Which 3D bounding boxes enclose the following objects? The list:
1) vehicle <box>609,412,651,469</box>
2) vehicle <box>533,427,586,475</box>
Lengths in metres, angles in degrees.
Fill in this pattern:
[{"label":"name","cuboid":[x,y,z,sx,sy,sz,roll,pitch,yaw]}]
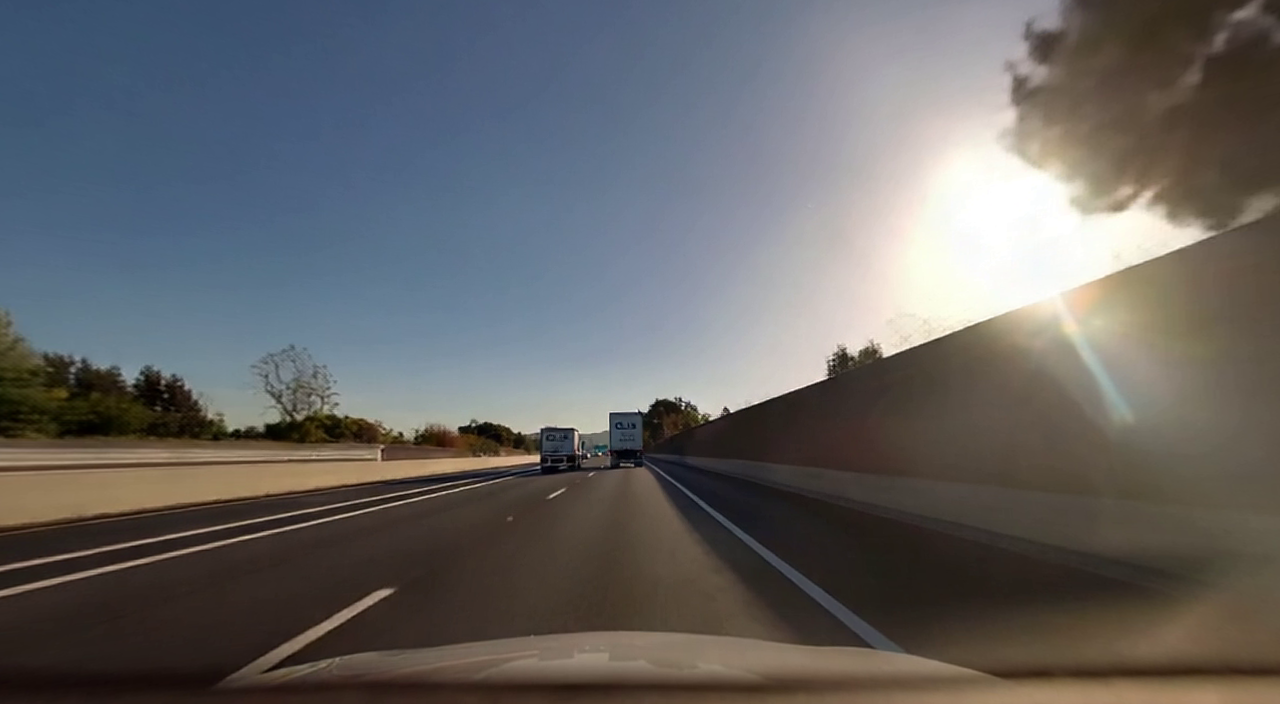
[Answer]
[{"label":"vehicle","cuboid":[-0.803,7.011,49.200,2.923,4.007,9.760,0,-9,-1]},{"label":"vehicle","cuboid":[-4.793,6.028,38.344,2.529,2.697,5.935,0,-9,-1]}]
